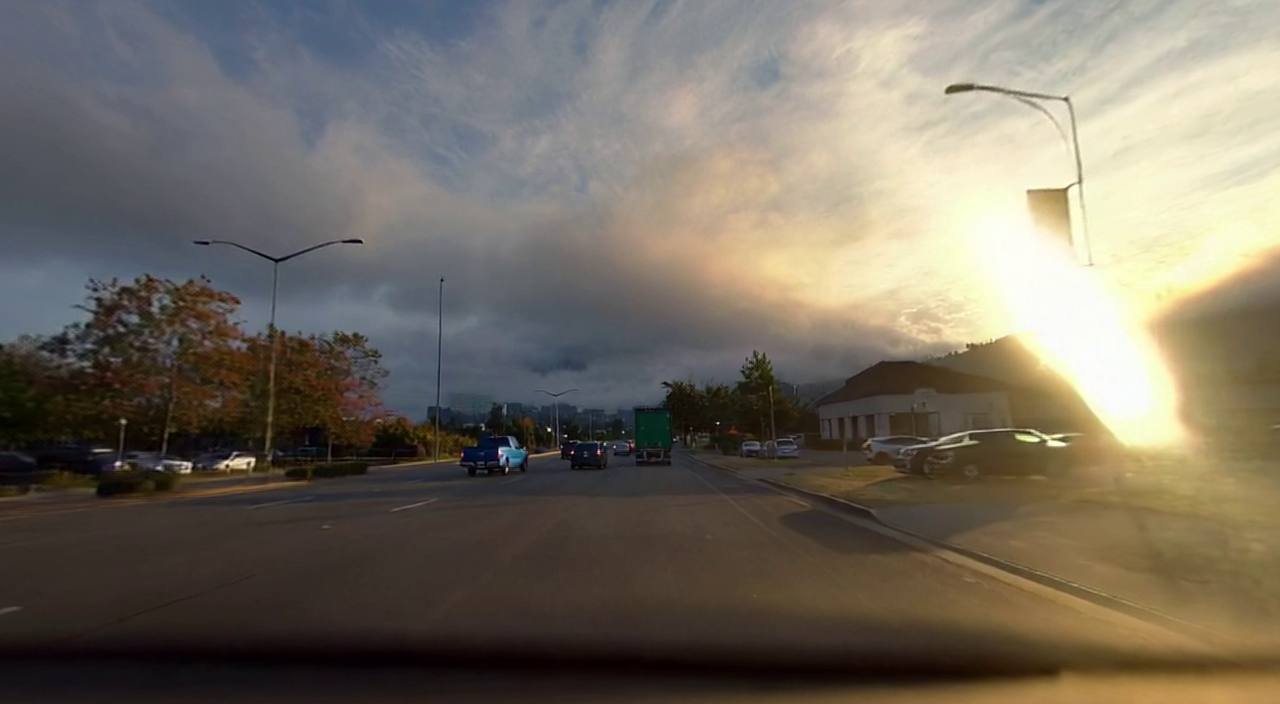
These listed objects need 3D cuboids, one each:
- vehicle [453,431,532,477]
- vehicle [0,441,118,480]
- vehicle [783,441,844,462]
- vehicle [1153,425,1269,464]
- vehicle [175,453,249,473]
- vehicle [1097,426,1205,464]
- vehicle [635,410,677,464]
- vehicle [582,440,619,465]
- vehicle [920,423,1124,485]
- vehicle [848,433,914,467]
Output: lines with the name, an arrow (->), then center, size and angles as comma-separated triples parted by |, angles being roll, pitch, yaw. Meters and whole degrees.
vehicle -> -6.597, 4.634, 28.898 | 2.149, 1.893, 5.187 | -1, -8, 2
vehicle -> -34.125, 6.213, 36.198 | 6.188, 2.110, 2.333 | -1, -9, 3
vehicle -> 12.928, 7.434, 47.116 | 4.031, 1.468, 1.738 | 0, -8, 0
vehicle -> 29.009, 4.741, 32.235 | 1.993, 1.847, 4.222 | 0, -8, 1
vehicle -> -33.627, 8.726, 49.587 | 4.409, 1.480, 2.092 | -1, -9, 3
vehicle -> 26.127, 4.805, 32.434 | 1.983, 1.815, 4.297 | 0, -8, 2
vehicle -> 1.135, 6.494, 47.798 | 2.905, 3.644, 8.441 | 0, -8, 1
vehicle -> -2.709, 7.018, 44.178 | 2.114, 1.663, 4.381 | 0, -8, 2
vehicle -> 10.443, 2.819, 17.493 | 4.346, 1.595, 1.964 | 0, -9, 0
vehicle -> 12.616, 5.163, 33.310 | 1.880, 1.642, 4.523 | 0, -8, 2
